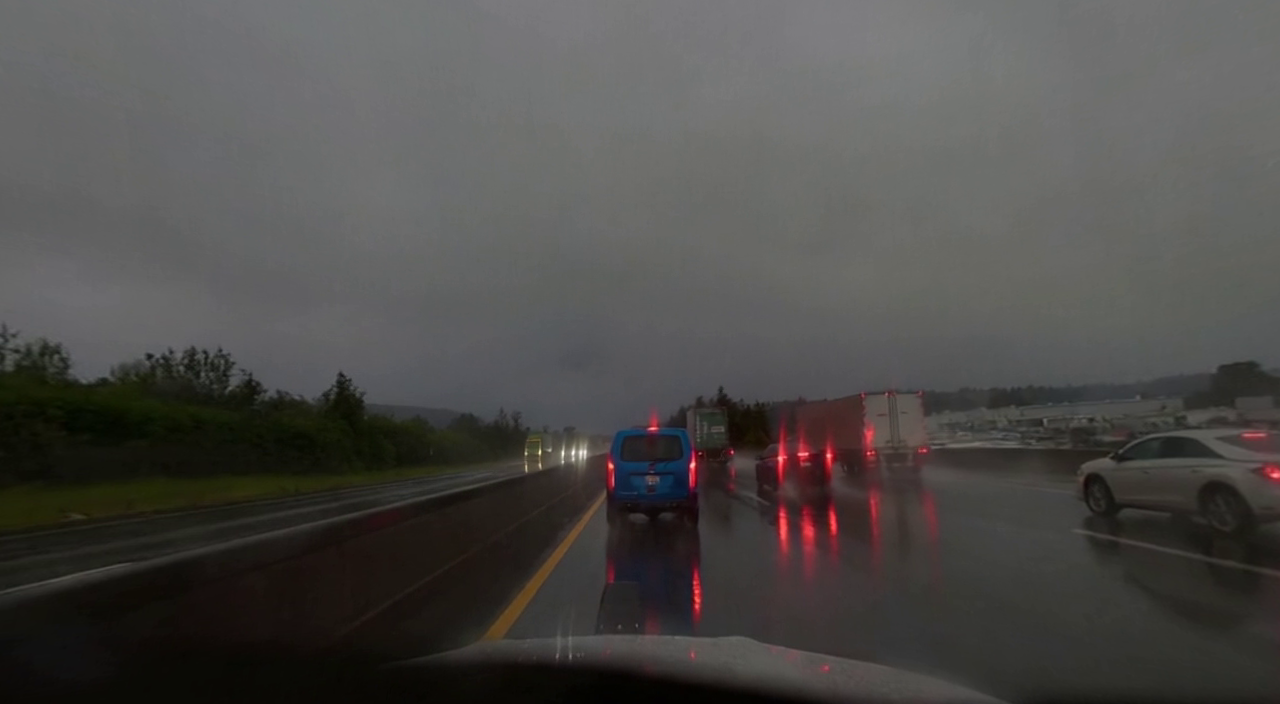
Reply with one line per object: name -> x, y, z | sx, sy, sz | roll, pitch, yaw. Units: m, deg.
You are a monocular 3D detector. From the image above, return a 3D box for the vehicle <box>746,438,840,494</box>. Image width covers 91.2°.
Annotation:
vehicle -> 4.476, 3.382, 18.930 | 1.859, 1.512, 3.711 | 0, -9, 0

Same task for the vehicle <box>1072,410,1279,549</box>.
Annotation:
vehicle -> 8.690, 1.741, 8.955 | 1.913, 1.652, 4.384 | -1, -9, 1

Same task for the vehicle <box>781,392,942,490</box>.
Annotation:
vehicle -> 8.526, 3.736, 26.094 | 2.799, 3.188, 10.578 | -1, -9, 0

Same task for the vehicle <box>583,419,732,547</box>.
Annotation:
vehicle -> 0.232, 1.992, 10.058 | 1.965, 1.664, 3.428 | -1, -9, 0
